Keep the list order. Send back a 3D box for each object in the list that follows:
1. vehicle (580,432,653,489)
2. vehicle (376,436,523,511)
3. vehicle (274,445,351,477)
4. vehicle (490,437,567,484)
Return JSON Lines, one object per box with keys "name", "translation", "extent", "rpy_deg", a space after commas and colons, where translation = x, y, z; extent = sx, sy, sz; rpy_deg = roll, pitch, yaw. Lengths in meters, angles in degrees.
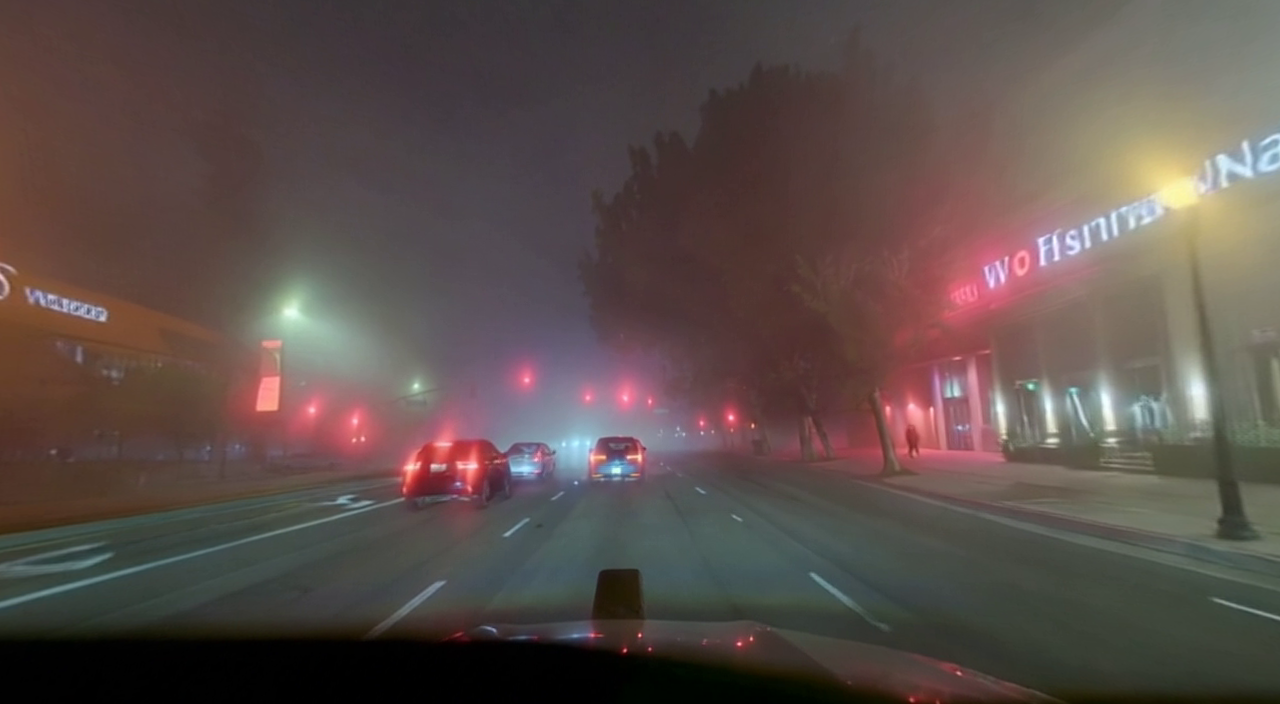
{"name": "vehicle", "translation": [-0.670, 3.321, 19.640], "extent": [2.042, 1.555, 3.912], "rpy_deg": [0, -8, 0]}
{"name": "vehicle", "translation": [-4.174, 2.723, 14.735], "extent": [2.020, 1.457, 4.496], "rpy_deg": [0, -8, 0]}
{"name": "vehicle", "translation": [-19.490, 6.480, 37.835], "extent": [2.054, 1.724, 4.829], "rpy_deg": [0, -8, -1]}
{"name": "vehicle", "translation": [-3.757, 3.727, 22.009], "extent": [1.950, 1.487, 4.130], "rpy_deg": [0, -8, 0]}
